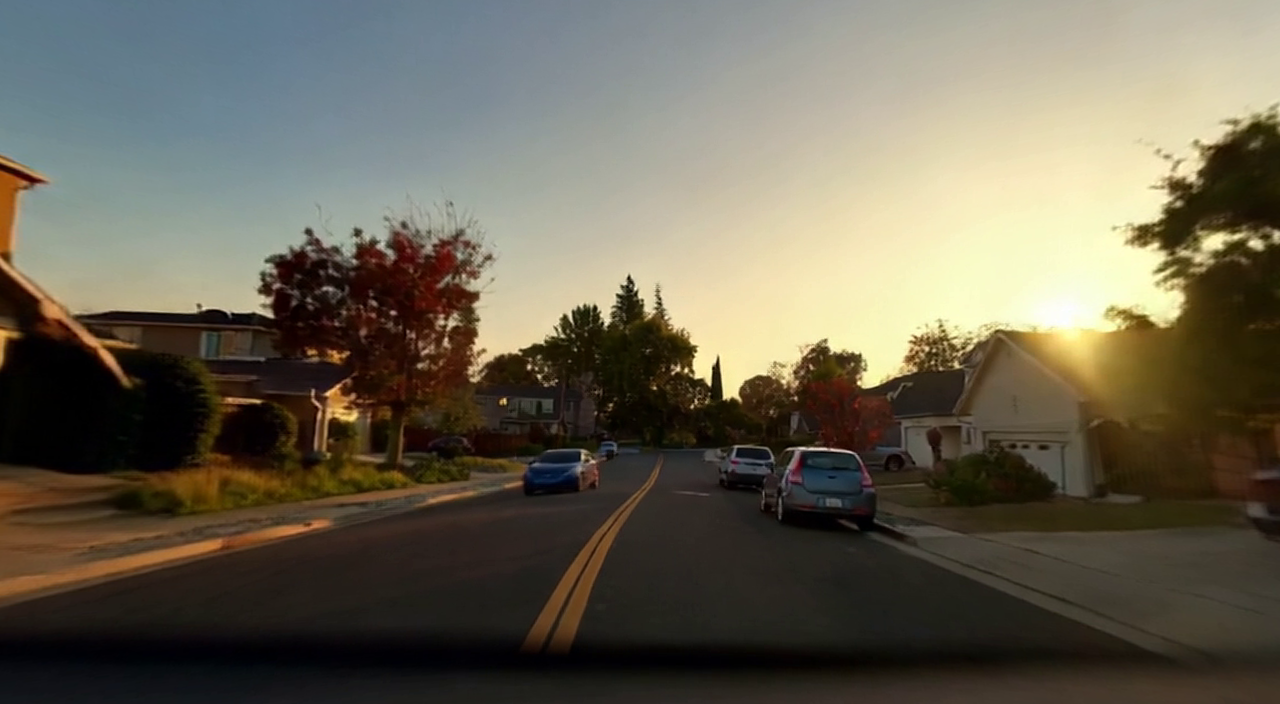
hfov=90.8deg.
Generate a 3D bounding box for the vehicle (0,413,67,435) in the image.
[{"bbox_3d":[-44.900,5.221,45.756,4.673,1.515,2.182,0,-9,3],"label":"vehicle"}]

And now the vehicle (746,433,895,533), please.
[{"bbox_3d":[3.404,2.521,12.793,1.822,1.668,4.147,0,-9,1],"label":"vehicle"}]

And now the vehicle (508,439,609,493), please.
[{"bbox_3d":[-2.750,4.053,22.927,2.278,1.704,5.321,-1,-9,8],"label":"vehicle"}]
